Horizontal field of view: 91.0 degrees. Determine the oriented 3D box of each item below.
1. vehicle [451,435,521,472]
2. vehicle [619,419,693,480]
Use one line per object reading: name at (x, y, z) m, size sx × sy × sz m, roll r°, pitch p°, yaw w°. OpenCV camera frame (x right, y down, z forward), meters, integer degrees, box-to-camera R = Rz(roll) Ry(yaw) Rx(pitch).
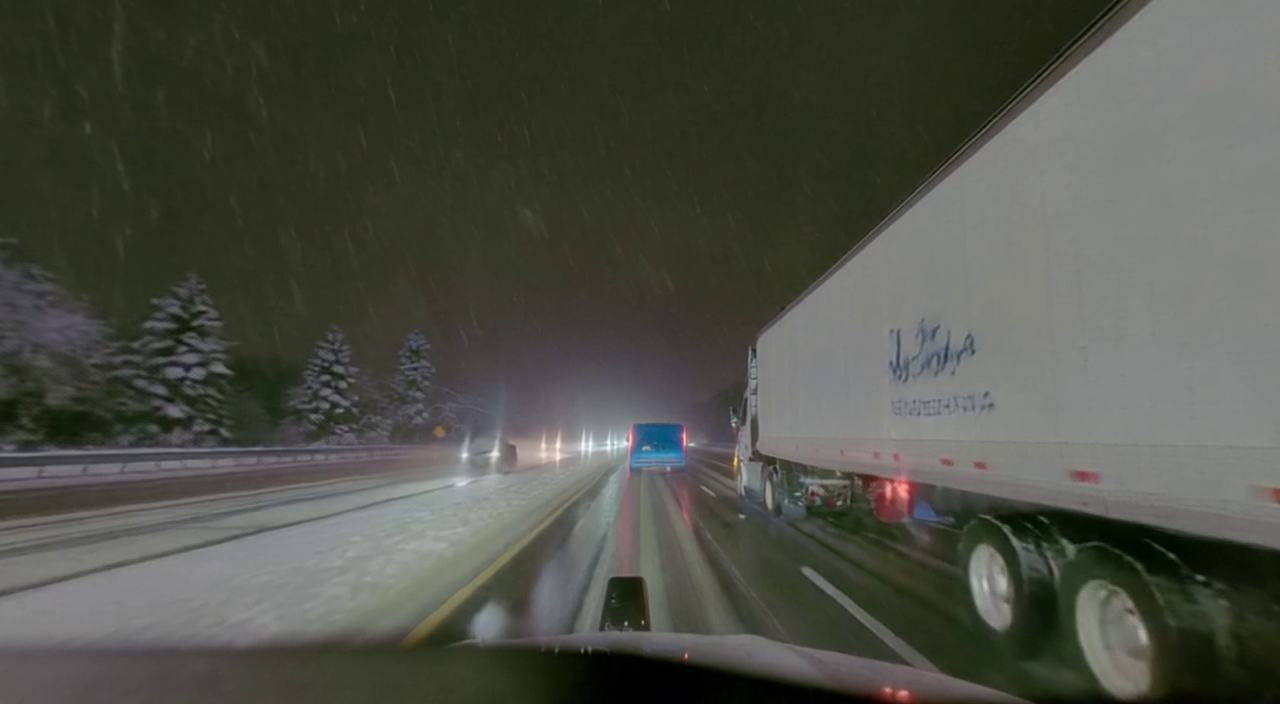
vehicle at (-7.888, 5.228, 32.752) m, size 2.271 × 1.756 × 4.718 m, roll 0°, pitch -8°, yaw 2°
vehicle at (0.585, 3.575, 23.221) m, size 2.469 × 2.027 × 4.554 m, roll 0°, pitch -8°, yaw 2°
